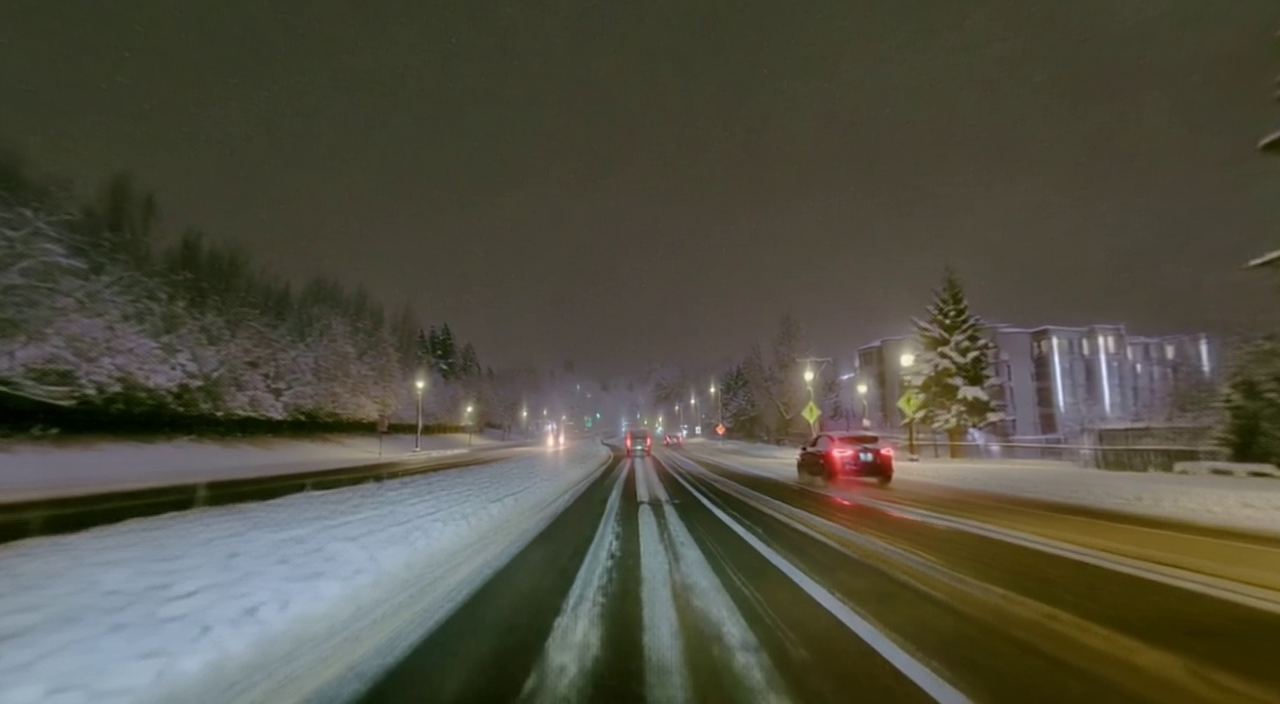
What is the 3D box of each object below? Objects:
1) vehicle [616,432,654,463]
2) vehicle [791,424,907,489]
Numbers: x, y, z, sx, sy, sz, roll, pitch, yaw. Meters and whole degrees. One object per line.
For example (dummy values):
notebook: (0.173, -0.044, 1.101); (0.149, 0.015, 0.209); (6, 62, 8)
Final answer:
vehicle: (-0.307, 5.826, 38.641); (2.193, 1.794, 4.457); (0, -8, 0)
vehicle: (6.434, 3.280, 20.116); (2.026, 1.804, 4.565); (0, -8, -1)
